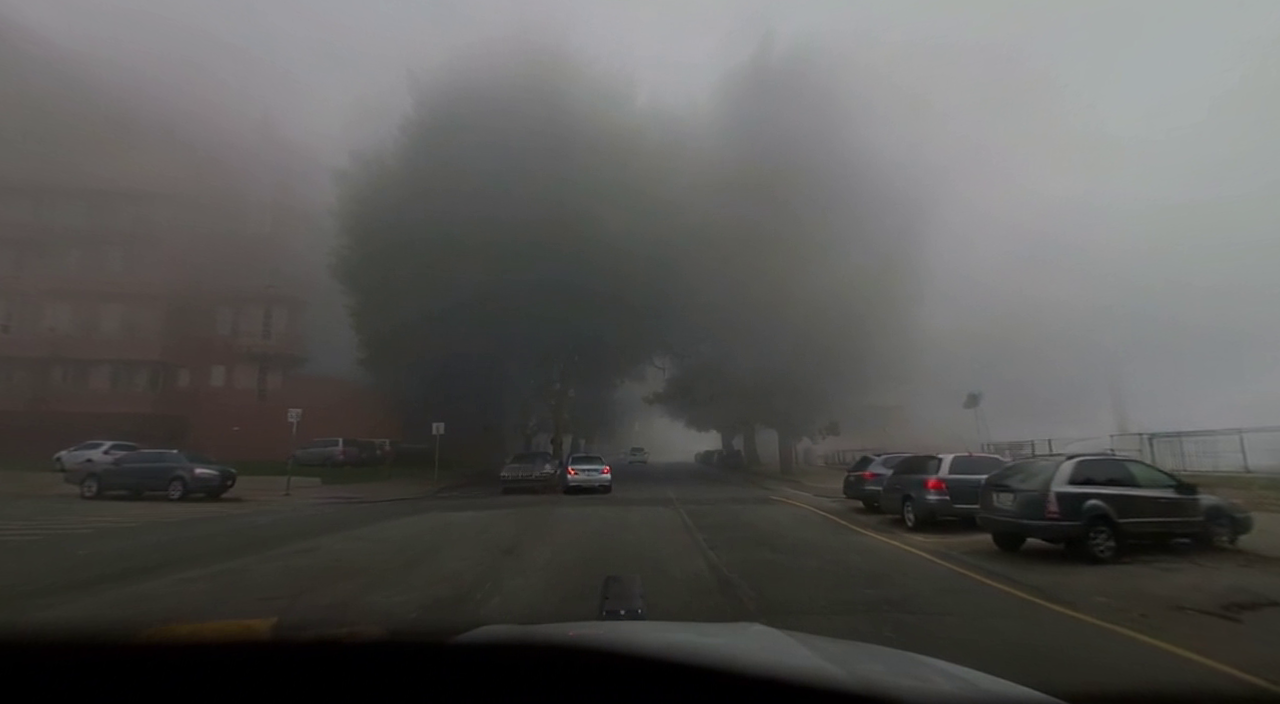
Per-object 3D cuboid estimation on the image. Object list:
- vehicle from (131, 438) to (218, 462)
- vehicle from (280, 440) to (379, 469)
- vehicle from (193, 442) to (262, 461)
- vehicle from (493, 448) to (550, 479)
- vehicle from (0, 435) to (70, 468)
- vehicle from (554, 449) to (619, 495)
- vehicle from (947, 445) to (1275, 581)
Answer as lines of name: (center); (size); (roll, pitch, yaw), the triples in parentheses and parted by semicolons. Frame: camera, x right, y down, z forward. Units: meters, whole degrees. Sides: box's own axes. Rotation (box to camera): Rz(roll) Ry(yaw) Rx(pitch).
vehicle: (-32.131, 6.775, 43.674); (4.410, 1.611, 1.880); (0, -9, -2)
vehicle: (-18.553, 6.158, 37.958); (4.892, 1.679, 1.927); (1, -9, -7)
vehicle: (-32.323, 7.799, 49.529); (4.101, 1.412, 1.784); (0, -9, -2)
vehicle: (-6.240, 5.923, 33.860); (2.049, 1.490, 4.501); (0, -9, 2)
vehicle: (-31.971, 5.068, 32.247); (3.915, 1.574, 1.850); (0, -9, 3)
vehicle: (-1.876, 4.223, 22.705); (2.065, 1.450, 4.522); (1, -9, -4)
vehicle: (6.545, 2.049, 8.789); (4.097, 1.476, 1.864); (4, -9, -26)
